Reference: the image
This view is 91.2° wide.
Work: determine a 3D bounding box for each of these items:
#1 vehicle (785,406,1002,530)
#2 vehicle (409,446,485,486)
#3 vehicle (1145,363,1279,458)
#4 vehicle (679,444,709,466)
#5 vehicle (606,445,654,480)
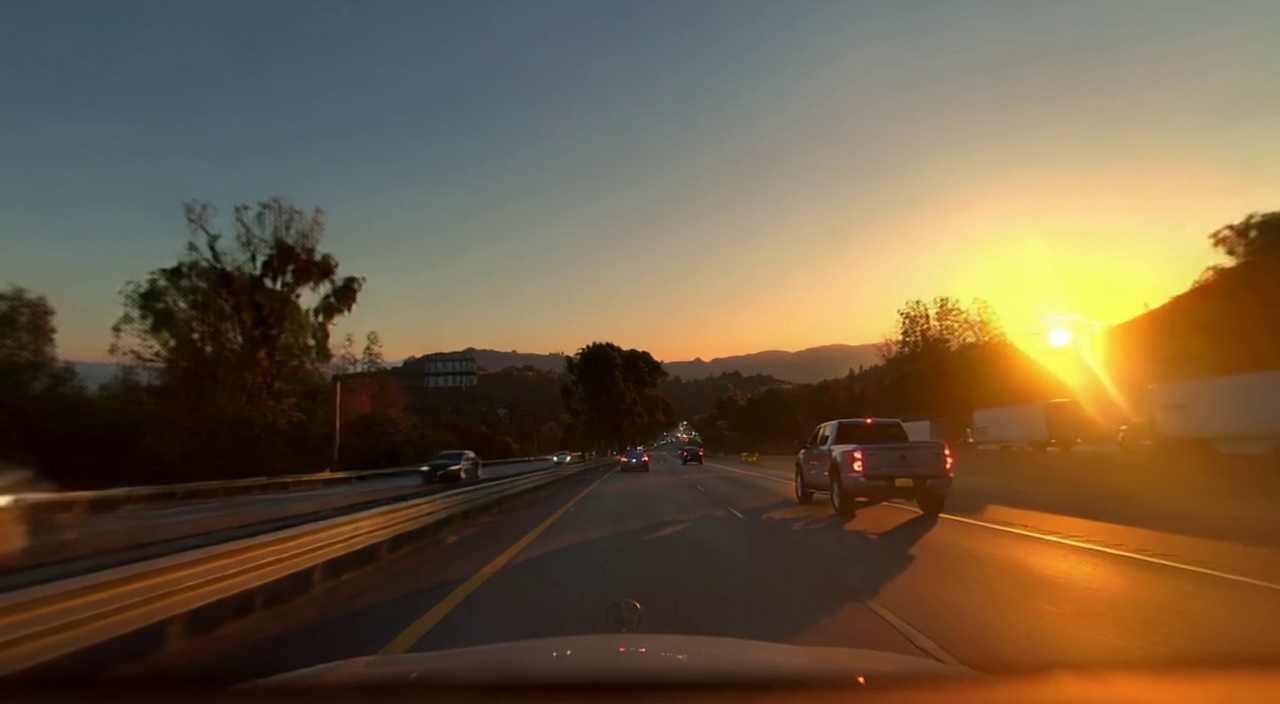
[{"bbox_3d":[4.607,2.218,12.459,2.261,1.952,4.784,0,-9,0],"label":"vehicle"},{"bbox_3d":[-8.708,5.168,28.727,1.995,1.677,4.480,0,-9,1],"label":"vehicle"},{"bbox_3d":[28.658,2.557,27.078,2.909,3.998,13.523,-1,-9,2],"label":"vehicle"},{"bbox_3d":[4.141,7.948,48.432,1.936,1.589,3.915,0,-9,0],"label":"vehicle"},{"bbox_3d":[-0.395,4.977,28.460,2.029,1.483,3.769,0,-9,1],"label":"vehicle"}]
